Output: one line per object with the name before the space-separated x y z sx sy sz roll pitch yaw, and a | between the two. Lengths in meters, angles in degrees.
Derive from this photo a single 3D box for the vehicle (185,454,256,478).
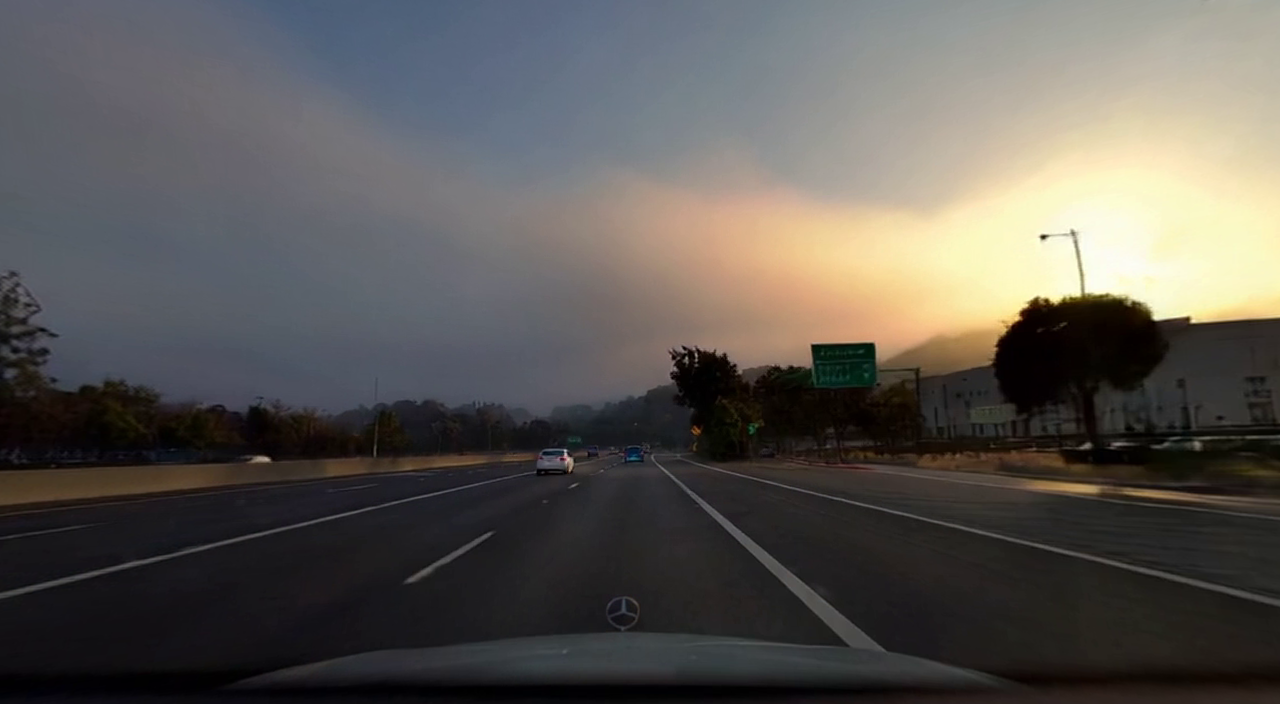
vehicle | -29.967 8.136 45.141 1.955 1.593 4.483 0 -9 0

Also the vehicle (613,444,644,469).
vehicle | -0.779 7.596 45.790 2.102 1.692 4.057 0 -9 1

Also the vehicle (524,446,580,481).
vehicle | -4.267 5.485 31.268 2.071 1.553 4.388 0 -9 1
